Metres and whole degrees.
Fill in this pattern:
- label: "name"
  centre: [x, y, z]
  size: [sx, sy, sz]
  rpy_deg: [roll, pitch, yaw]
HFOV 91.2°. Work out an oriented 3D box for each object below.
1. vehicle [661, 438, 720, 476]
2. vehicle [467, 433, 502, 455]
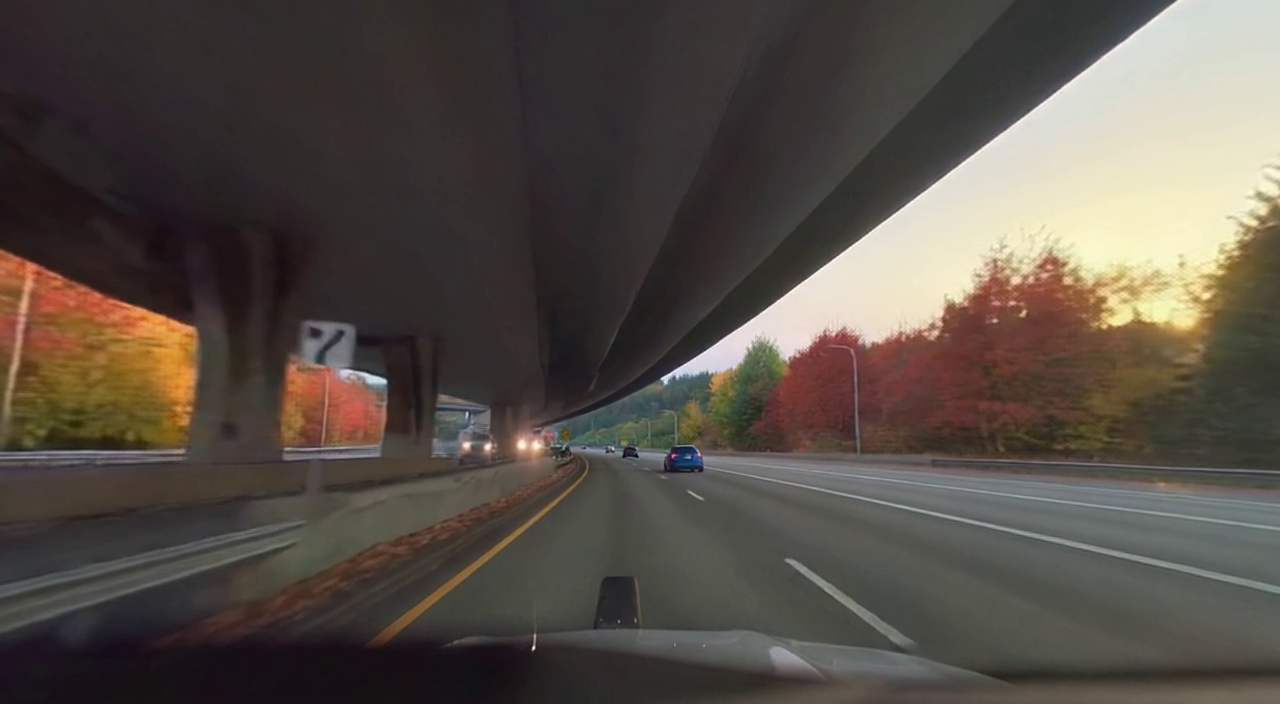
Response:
- label: "vehicle"
  centre: [2.296, 4.953, 29.718]
  size: [2.337, 1.633, 4.222]
  rpy_deg: [0, -9, -2]
- label: "vehicle"
  centre: [-12.208, 7.288, 49.395]
  size: [1.842, 1.663, 3.995]
  rpy_deg: [0, -9, -2]
